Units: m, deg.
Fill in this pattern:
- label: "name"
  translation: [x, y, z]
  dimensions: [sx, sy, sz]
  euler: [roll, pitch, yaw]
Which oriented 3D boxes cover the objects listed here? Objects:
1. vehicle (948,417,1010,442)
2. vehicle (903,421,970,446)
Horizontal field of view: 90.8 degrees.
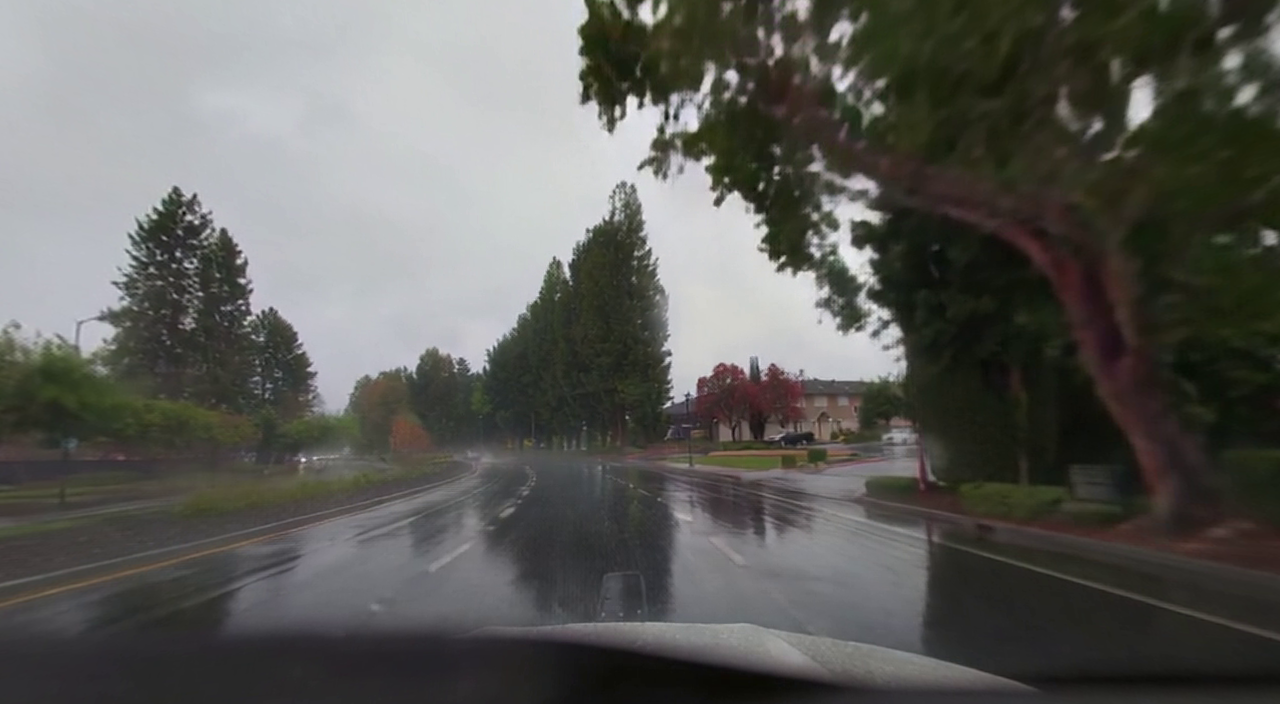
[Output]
- label: "vehicle"
  translation: [24.501, 5.629, 45.619]
  dimensions: [4.147, 1.680, 2.441]
  euler: [7, -11, -40]
- label: "vehicle"
  translation: [22.320, 6.128, 47.550]
  dimensions: [4.370, 1.533, 2.033]
  euler: [0, -9, -26]
